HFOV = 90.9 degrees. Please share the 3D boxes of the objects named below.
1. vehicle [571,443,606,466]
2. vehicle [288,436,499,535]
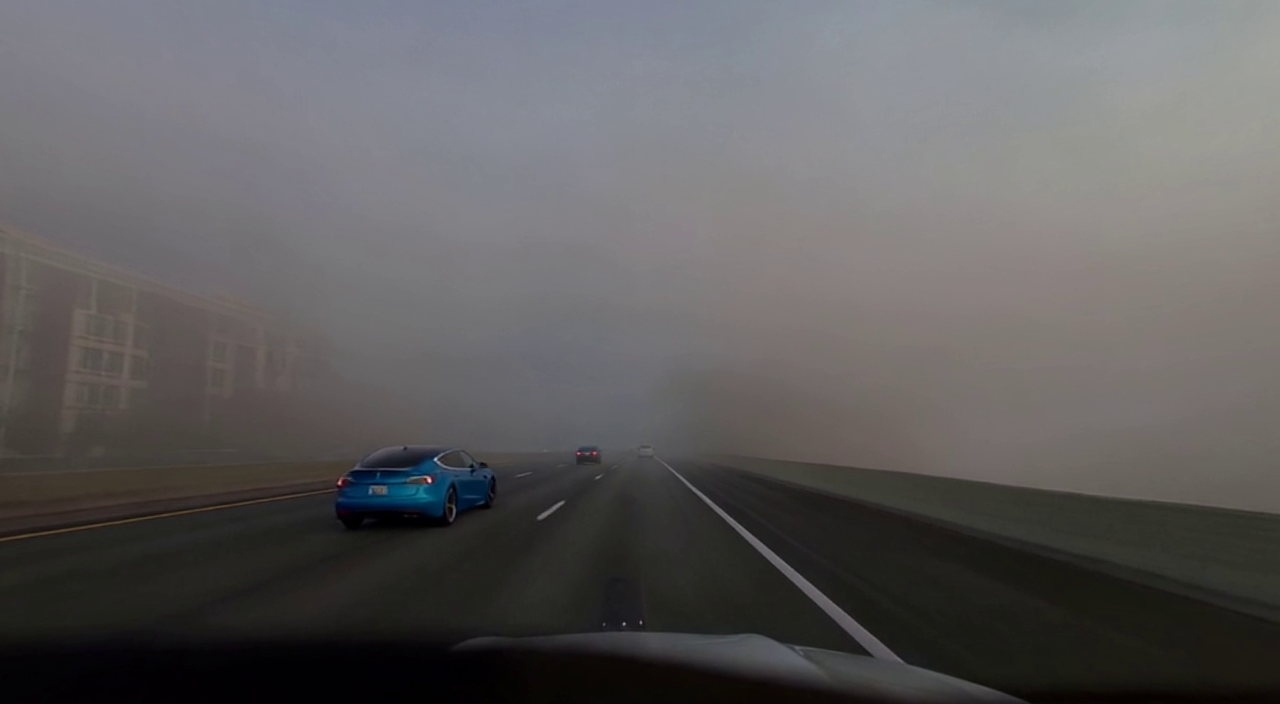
[{"bbox_3d":[-3.359,6.806,42.131,1.926,1.464,4.186,0,-8,1],"label":"vehicle"},{"bbox_3d":[-4.173,2.313,11.641,2.083,1.471,4.350,0,-8,1],"label":"vehicle"}]
